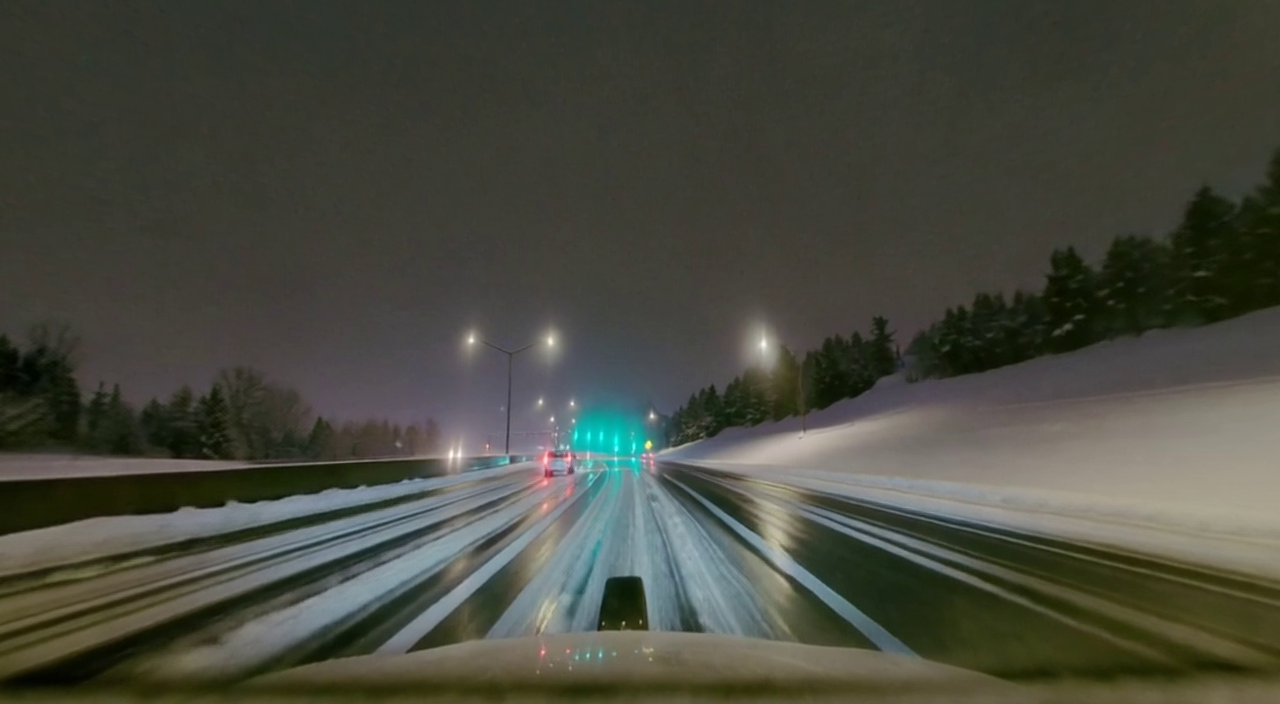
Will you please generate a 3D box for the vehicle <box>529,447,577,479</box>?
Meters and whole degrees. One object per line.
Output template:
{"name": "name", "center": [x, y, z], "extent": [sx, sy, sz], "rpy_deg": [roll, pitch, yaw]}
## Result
{"name": "vehicle", "center": [-4.389, 5.670, 32.466], "extent": [2.014, 1.481, 4.156], "rpy_deg": [0, -9, -2]}
